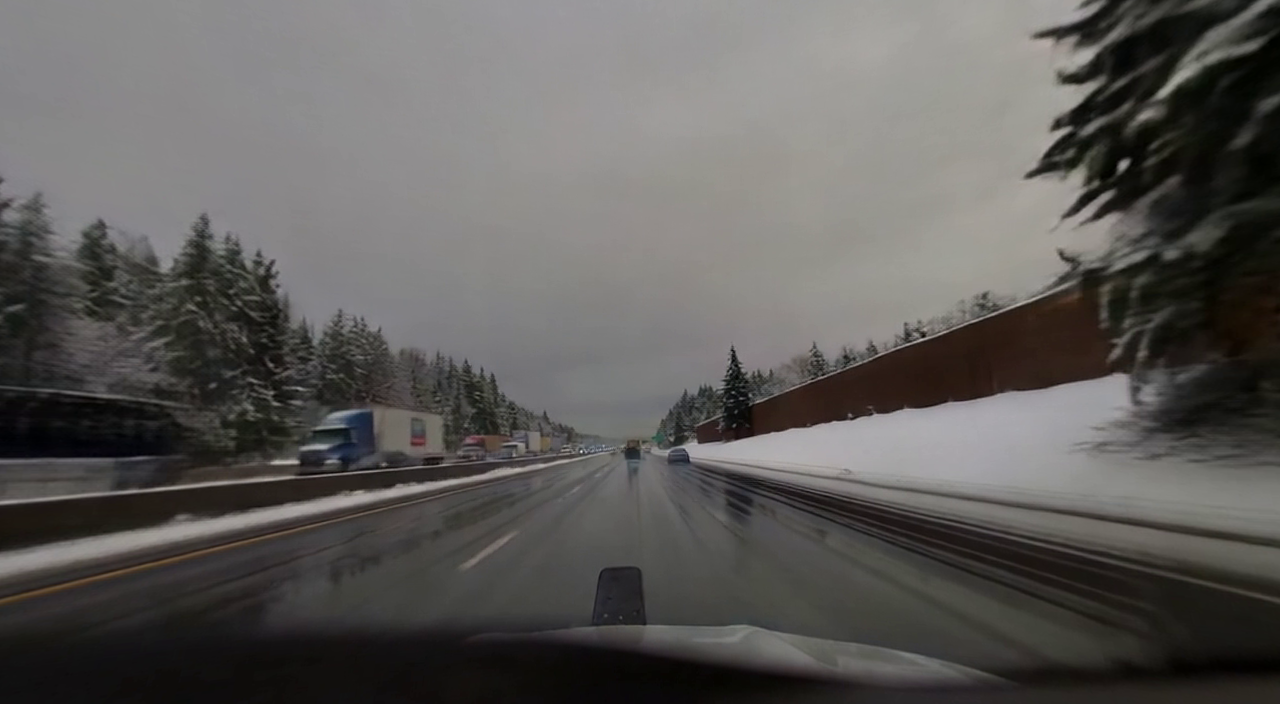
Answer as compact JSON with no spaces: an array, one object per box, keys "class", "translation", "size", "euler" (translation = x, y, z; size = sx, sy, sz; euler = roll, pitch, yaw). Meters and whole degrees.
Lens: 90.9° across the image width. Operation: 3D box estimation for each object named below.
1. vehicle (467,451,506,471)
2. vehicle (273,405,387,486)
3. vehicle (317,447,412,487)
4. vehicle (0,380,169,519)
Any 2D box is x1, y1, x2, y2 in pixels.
[{"class":"vehicle","translation":[-11.702,8.342,48.296],"size":[1.945,1.439,4.329],"euler":[0,-9,-1]},{"class":"vehicle","translation":[-16.654,5.125,34.406],"size":[2.996,3.982,5.952],"euler":[0,-9,0]},{"class":"vehicle","translation":[-11.389,4.764,26.433],"size":[1.964,1.522,4.419],"euler":[0,-9,1]},{"class":"vehicle","translation":[-20.337,2.807,18.186],"size":[2.813,4.068,14.060],"euler":[0,-9,-1]}]
